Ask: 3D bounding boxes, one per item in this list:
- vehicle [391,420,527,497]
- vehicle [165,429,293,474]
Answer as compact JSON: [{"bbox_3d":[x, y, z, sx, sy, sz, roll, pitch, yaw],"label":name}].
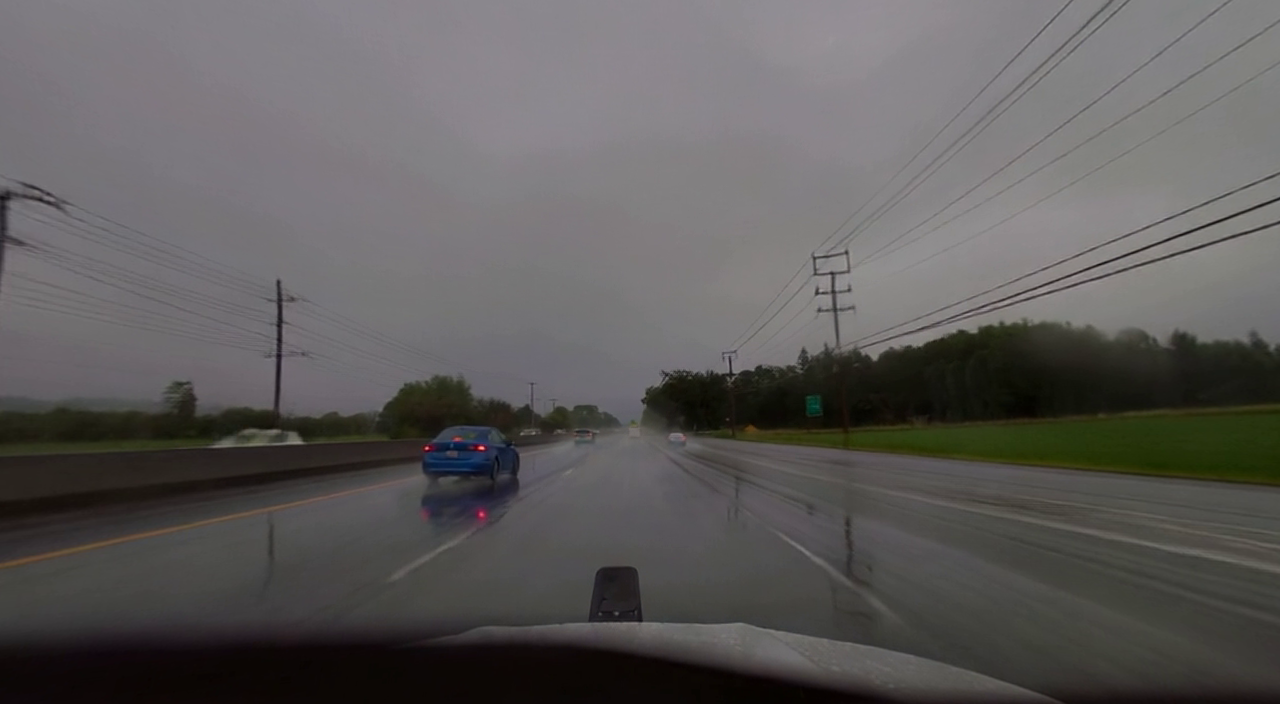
[{"bbox_3d":[-4.130,2.485,15.174,2.023,1.580,4.259,0,-8,0],"label":"vehicle"},{"bbox_3d":[-16.785,4.053,26.067,2.033,1.673,4.852,0,-8,-1],"label":"vehicle"}]
